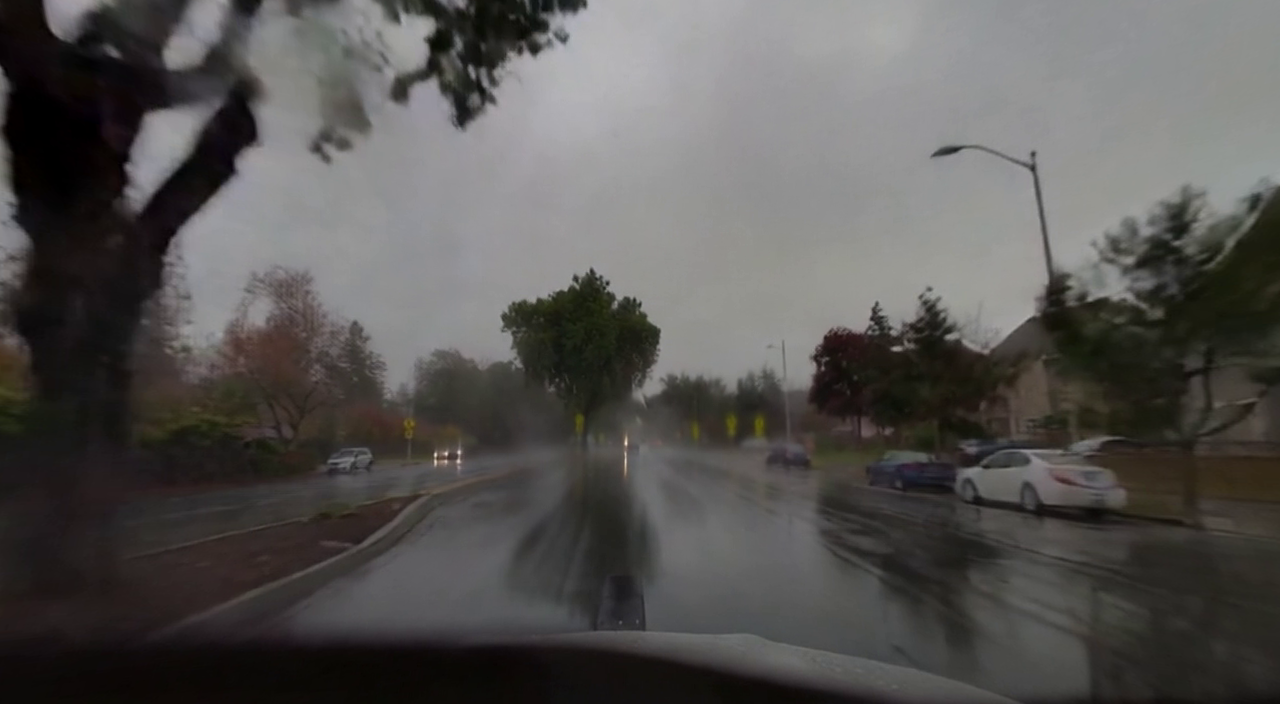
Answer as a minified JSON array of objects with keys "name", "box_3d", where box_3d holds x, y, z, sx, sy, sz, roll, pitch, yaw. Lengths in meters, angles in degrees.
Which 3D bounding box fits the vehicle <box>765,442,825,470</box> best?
[{"name":"vehicle","box_3d":[8.496,5.733,35.019,1.925,1.454,4.493,1,-8,-4]}]

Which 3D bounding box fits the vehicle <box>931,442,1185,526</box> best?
[{"name":"vehicle","box_3d":[8.486,2.674,13.570,1.992,1.455,4.829,1,-8,-3]}]

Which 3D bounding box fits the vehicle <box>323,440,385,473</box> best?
[{"name":"vehicle","box_3d":[-18.548,6.747,41.199,1.994,1.874,4.502,-3,-8,-1]}]

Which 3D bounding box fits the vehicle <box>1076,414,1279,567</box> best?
[{"name":"vehicle","box_3d":[8.747,1.798,8.512,2.100,1.821,4.991,0,-8,-1]}]
